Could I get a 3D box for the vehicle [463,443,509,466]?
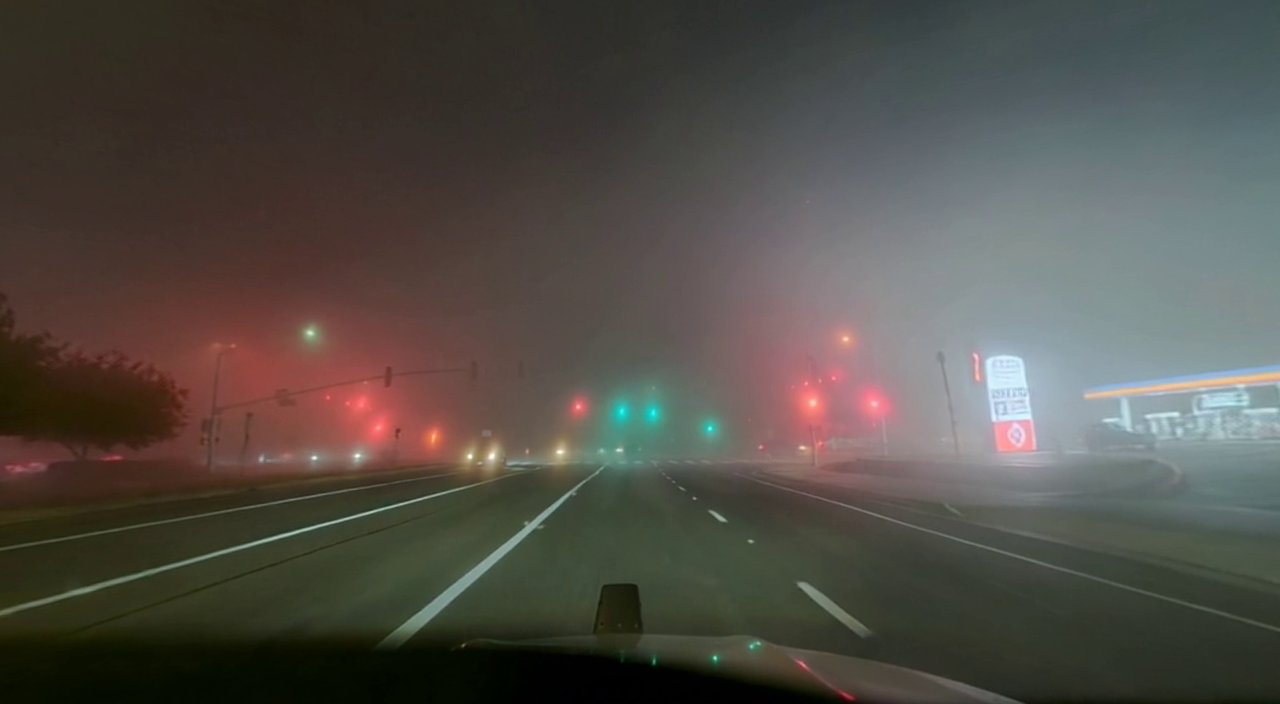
[{"bbox_3d":[-10.267,6.889,42.406,1.899,1.460,4.880,0,-8,0],"label":"vehicle"}]
